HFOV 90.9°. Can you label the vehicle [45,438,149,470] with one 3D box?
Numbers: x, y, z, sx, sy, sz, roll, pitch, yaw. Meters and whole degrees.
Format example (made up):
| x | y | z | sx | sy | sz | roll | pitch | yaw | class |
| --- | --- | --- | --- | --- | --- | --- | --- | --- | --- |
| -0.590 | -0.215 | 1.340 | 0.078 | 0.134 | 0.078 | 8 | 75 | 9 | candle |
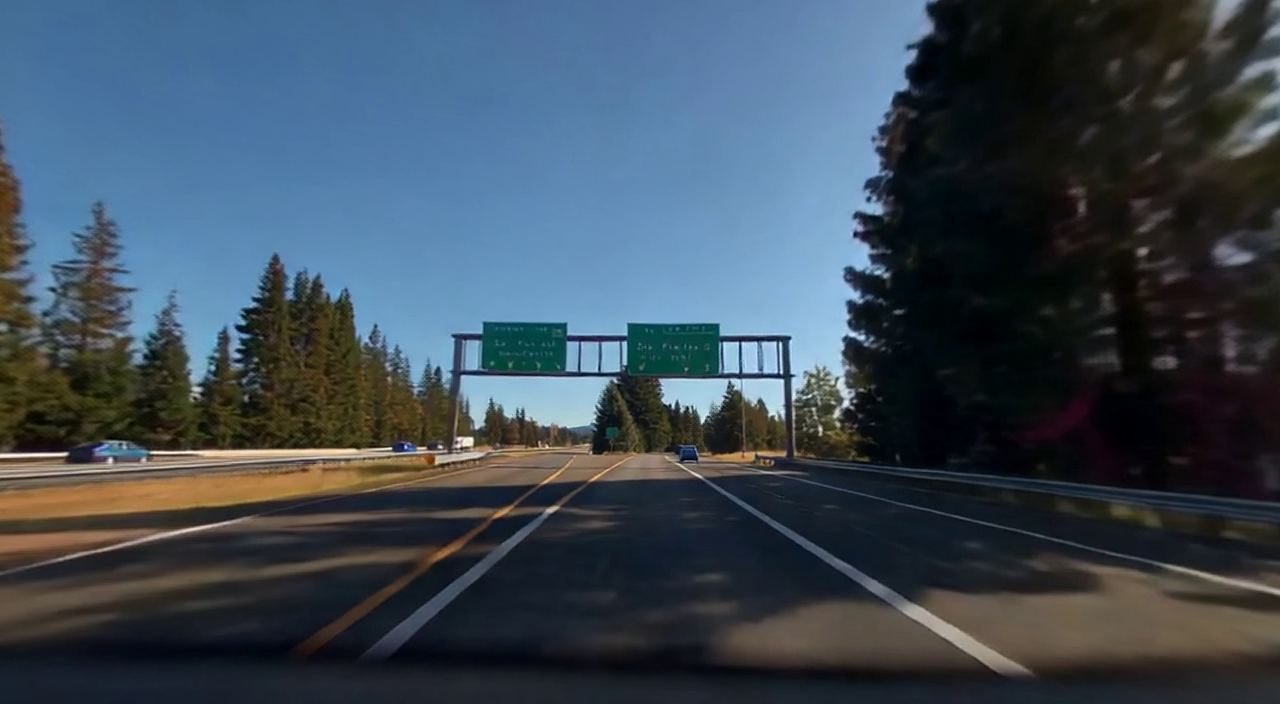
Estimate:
| x | y | z | sx | sy | sz | roll | pitch | yaw | class |
| --- | --- | --- | --- | --- | --- | --- | --- | --- | --- |
| -33.627 | 6.313 | 39.287 | 2.168 | 1.824 | 4.932 | 0 | -8 | -3 | vehicle |
